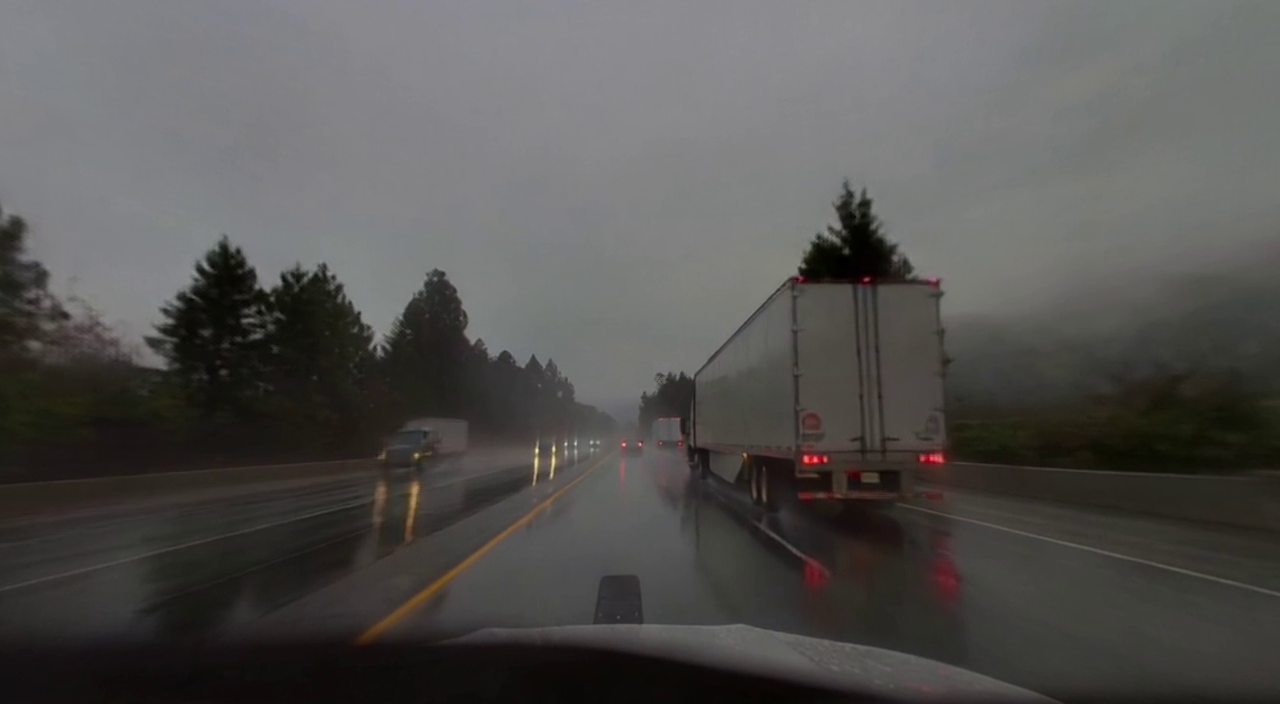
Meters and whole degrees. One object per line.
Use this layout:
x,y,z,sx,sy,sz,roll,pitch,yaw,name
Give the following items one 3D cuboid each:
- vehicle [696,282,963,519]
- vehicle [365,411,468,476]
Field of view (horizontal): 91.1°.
3.773,1.691,17.539,2.919,4.004,13.911,0,-8,-1,vehicle
-12.586,5.251,36.333,2.977,3.133,8.363,-3,-8,0,vehicle
